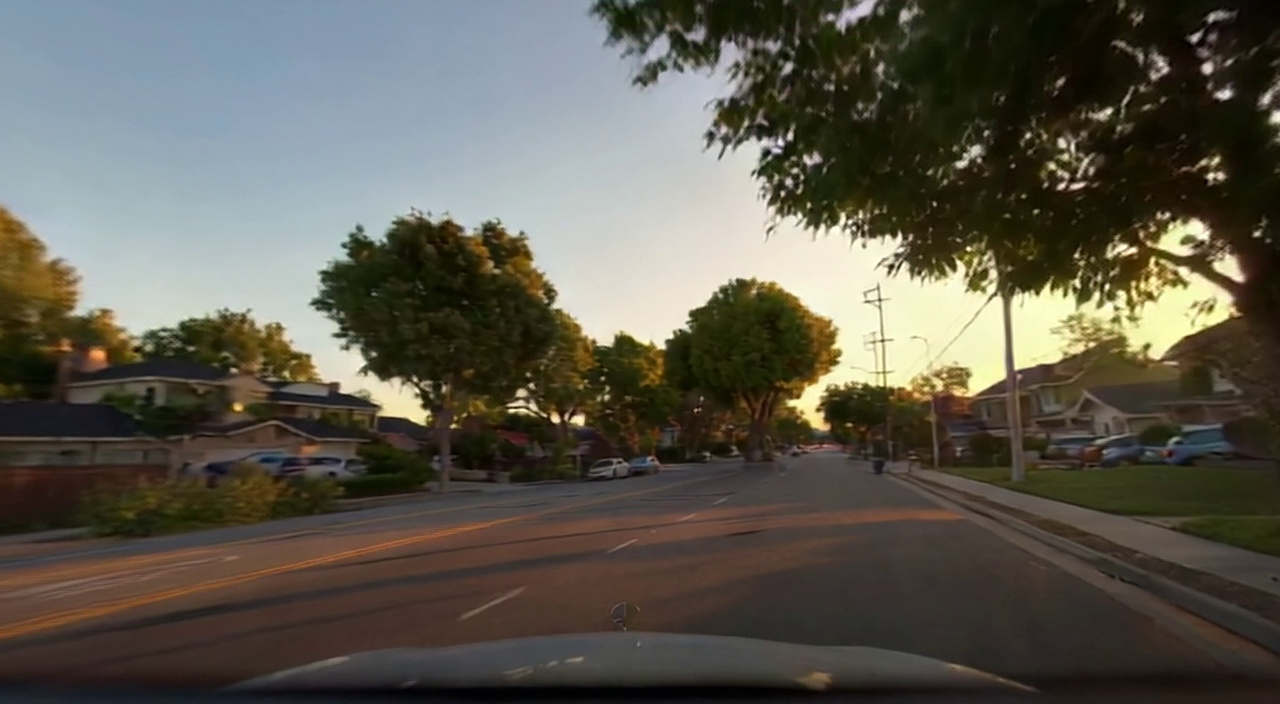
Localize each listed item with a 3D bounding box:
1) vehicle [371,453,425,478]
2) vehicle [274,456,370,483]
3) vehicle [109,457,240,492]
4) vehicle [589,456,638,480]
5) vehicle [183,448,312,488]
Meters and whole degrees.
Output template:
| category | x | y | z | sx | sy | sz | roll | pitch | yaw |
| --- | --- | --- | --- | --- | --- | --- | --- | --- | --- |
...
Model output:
| category | x | y | z | sx | sy | sz | roll | pitch | yaw |
| --- | --- | --- | --- | --- | --- | --- | --- | --- | --- |
| vehicle | -16.322 | 7.655 | 42.889 | 1.769 | 1.414 | 4.434 | 1 | -8 | 2 |
| vehicle | -18.140 | 6.689 | 36.177 | 4.326 | 1.452 | 2.121 | -1 | -9 | 5 |
| vehicle | -21.163 | 5.514 | 28.772 | 4.937 | 1.445 | 2.048 | -3 | -9 | 15 |
| vehicle | -1.778 | 8.068 | 44.025 | 1.936 | 1.489 | 4.311 | -3 | -9 | 19 |
| vehicle | -20.028 | 5.878 | 32.282 | 5.866 | 1.877 | 2.280 | -3 | -9 | 19 |
